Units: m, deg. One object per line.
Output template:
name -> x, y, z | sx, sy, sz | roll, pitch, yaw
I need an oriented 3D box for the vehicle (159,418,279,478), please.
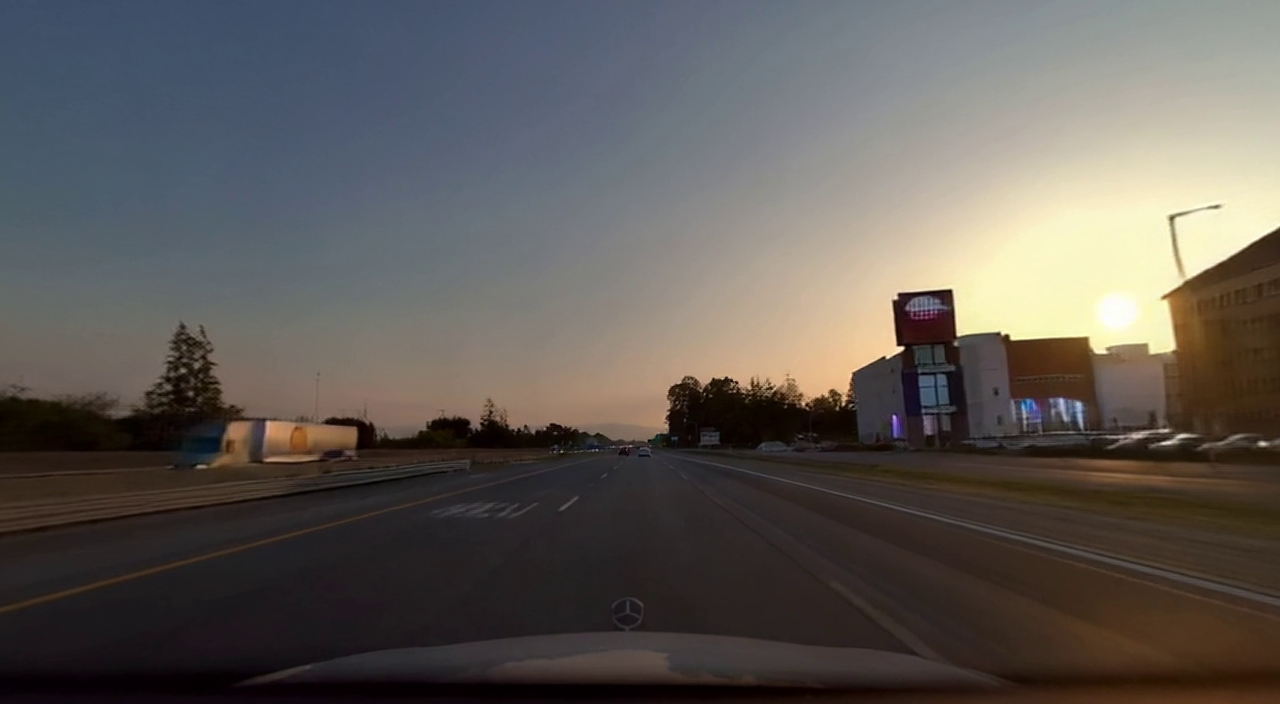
vehicle -> -30.897, 7.085, 46.909 | 3.024, 4.022, 8.318 | 0, -8, 0

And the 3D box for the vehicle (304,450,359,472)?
vehicle -> -23.258, 8.202, 47.714 | 1.858, 1.479, 4.491 | 0, -8, 1
